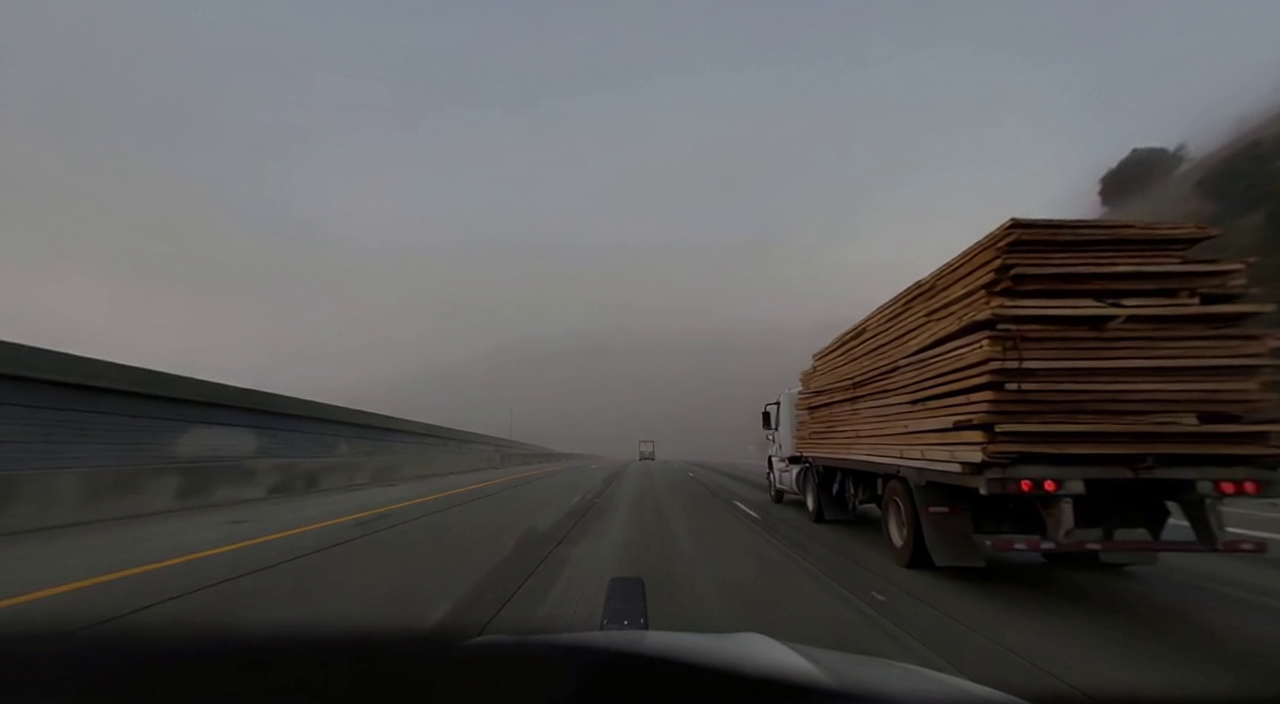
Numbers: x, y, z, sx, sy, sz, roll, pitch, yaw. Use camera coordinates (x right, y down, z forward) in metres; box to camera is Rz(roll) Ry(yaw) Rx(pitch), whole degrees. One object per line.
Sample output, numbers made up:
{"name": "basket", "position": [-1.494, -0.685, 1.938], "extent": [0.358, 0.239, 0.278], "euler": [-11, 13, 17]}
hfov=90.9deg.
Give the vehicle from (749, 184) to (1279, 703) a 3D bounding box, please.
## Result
{"name": "vehicle", "position": [4.127, 1.274, 8.997], "extent": [3.326, 3.089, 10.642], "euler": [0, -9, 1]}
